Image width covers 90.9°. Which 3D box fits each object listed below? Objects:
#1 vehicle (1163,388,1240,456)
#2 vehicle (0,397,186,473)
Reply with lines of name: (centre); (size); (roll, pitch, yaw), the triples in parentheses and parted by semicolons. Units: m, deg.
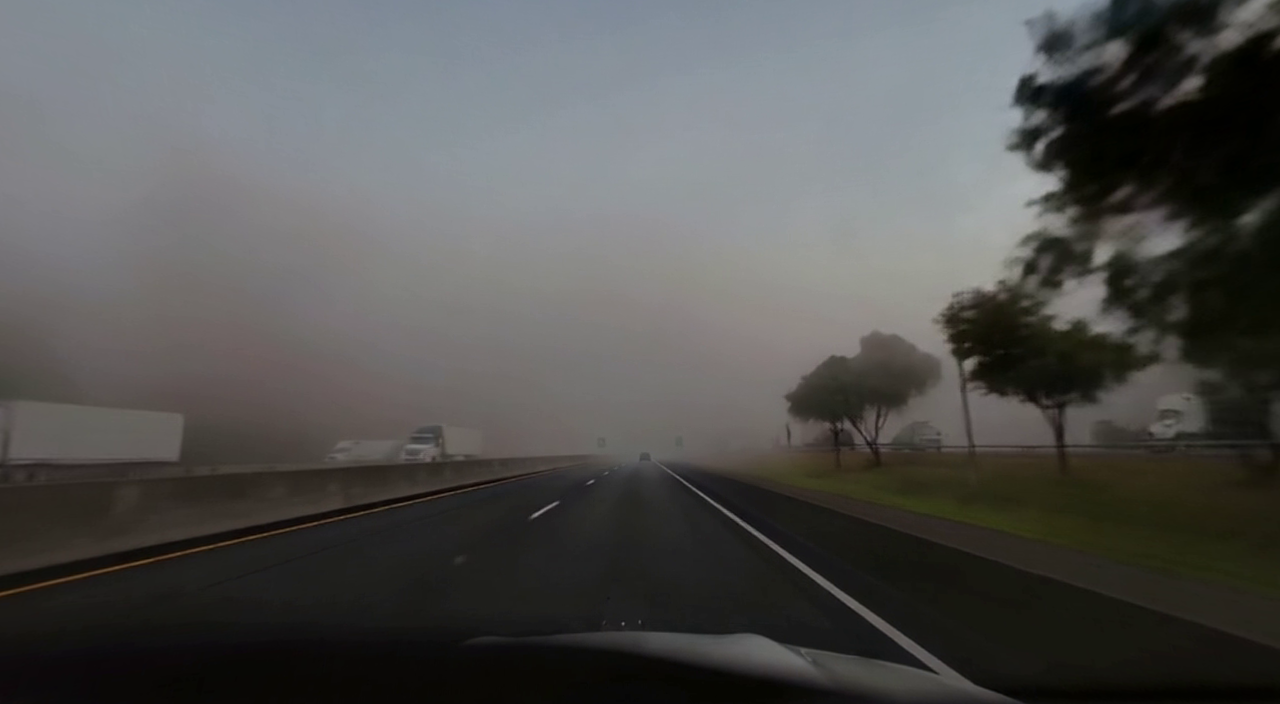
vehicle: (37.522, 4.882, 41.865); (2.837, 3.906, 12.616); (-9, -12, 43)
vehicle: (-38.509, 5.757, 42.572); (3.133, 4.363, 16.928); (0, -9, 0)
